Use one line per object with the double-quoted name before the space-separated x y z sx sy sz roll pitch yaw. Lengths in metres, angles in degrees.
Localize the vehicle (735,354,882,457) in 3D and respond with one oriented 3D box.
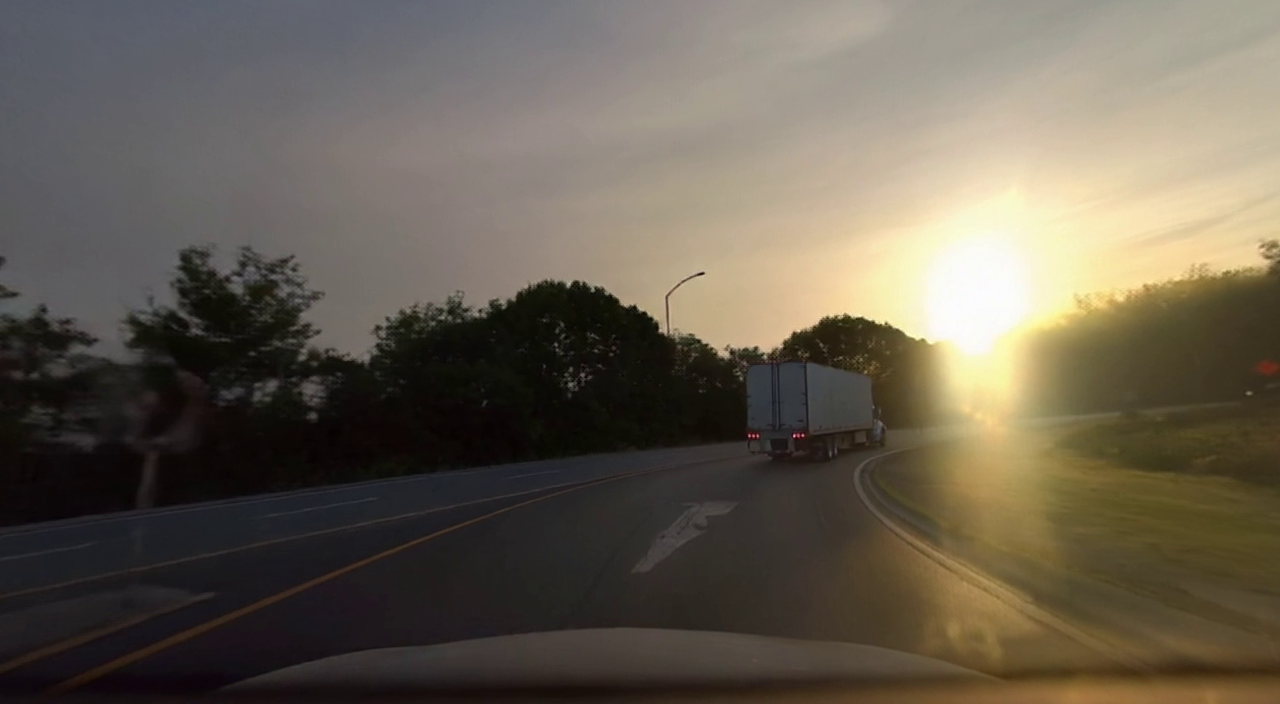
"vehicle" 7.841 2.596 27.766 2.837 3.712 10.484 -5 -9 34
